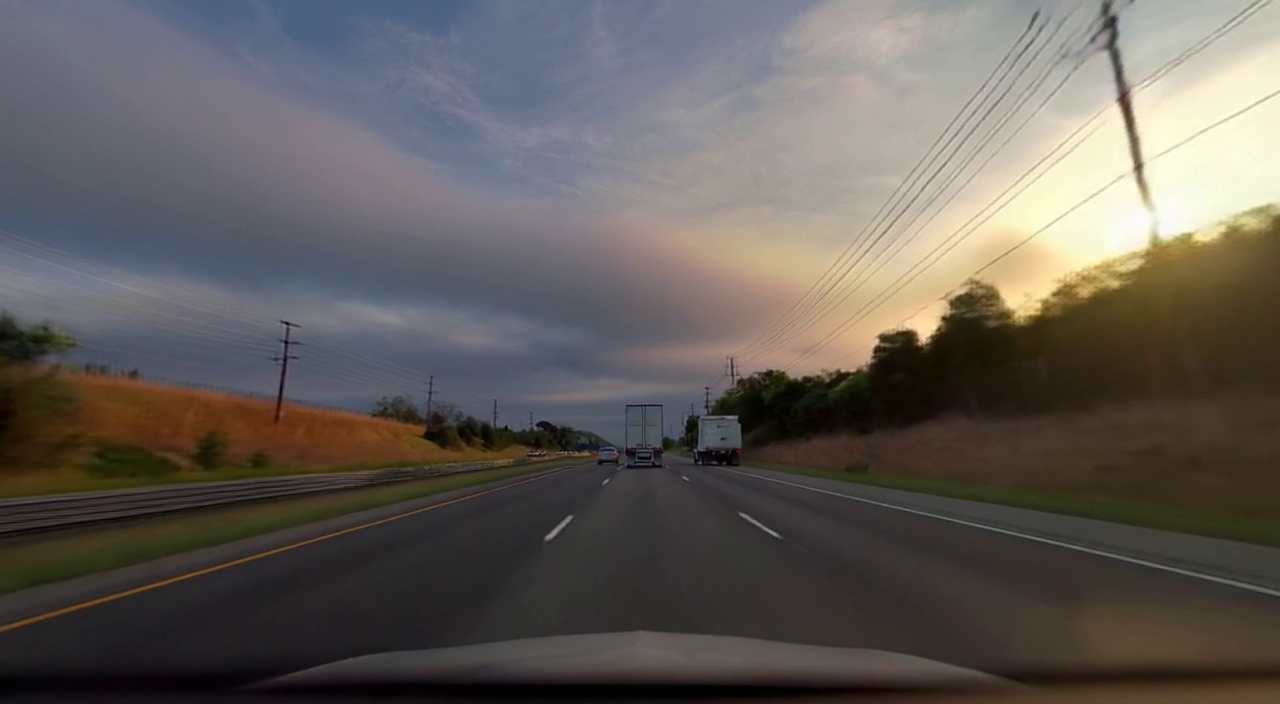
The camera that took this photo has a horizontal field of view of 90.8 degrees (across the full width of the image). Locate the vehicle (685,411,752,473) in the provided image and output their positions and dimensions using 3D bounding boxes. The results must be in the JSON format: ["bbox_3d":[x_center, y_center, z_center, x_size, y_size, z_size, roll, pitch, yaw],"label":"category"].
[{"bbox_3d":[4.661,5.671,39.230,2.938,3.378,8.820,0,-9,0],"label":"vehicle"}]

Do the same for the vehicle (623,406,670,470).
[{"bbox_3d":[0.509,6.500,46.602,2.997,4.076,13.224,0,-9,1],"label":"vehicle"}]
